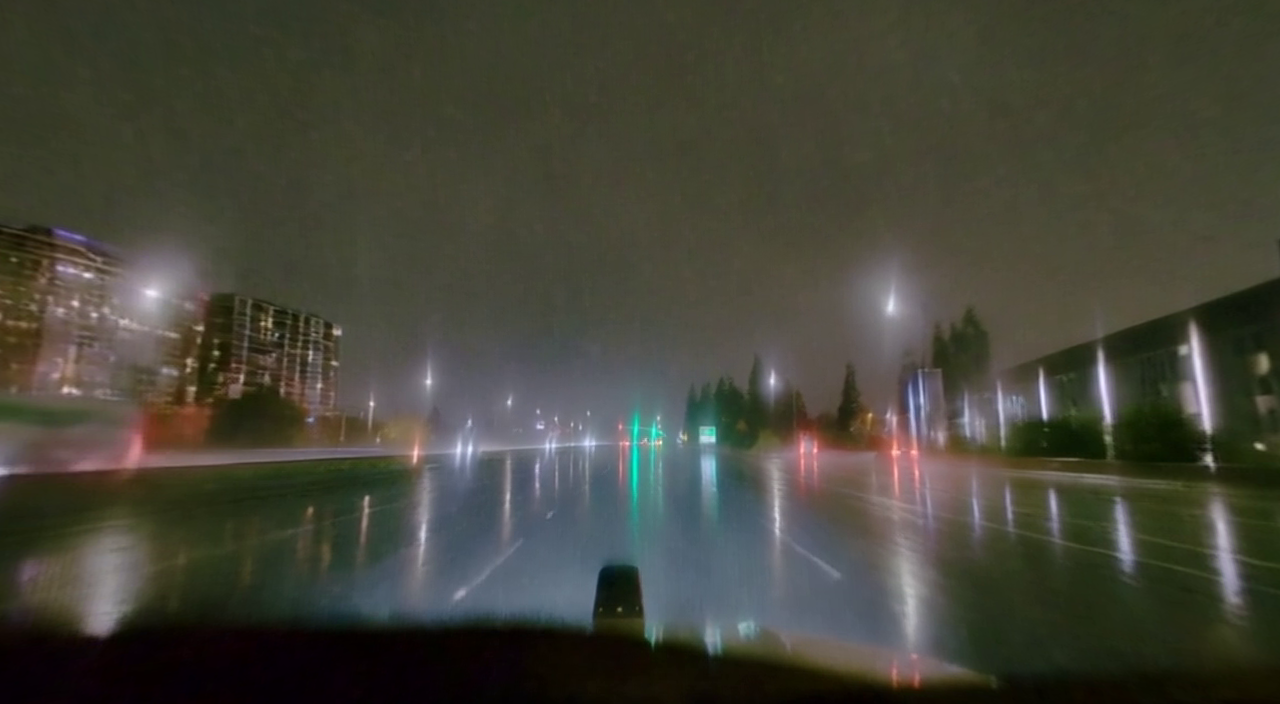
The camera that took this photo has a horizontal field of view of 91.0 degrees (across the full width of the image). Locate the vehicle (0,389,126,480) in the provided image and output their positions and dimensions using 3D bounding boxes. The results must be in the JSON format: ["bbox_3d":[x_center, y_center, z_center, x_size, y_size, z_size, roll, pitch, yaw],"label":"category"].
[{"bbox_3d":[-31.183,3.632,27.863,2.946,4.172,16.350,0,-9,1],"label":"vehicle"}]
